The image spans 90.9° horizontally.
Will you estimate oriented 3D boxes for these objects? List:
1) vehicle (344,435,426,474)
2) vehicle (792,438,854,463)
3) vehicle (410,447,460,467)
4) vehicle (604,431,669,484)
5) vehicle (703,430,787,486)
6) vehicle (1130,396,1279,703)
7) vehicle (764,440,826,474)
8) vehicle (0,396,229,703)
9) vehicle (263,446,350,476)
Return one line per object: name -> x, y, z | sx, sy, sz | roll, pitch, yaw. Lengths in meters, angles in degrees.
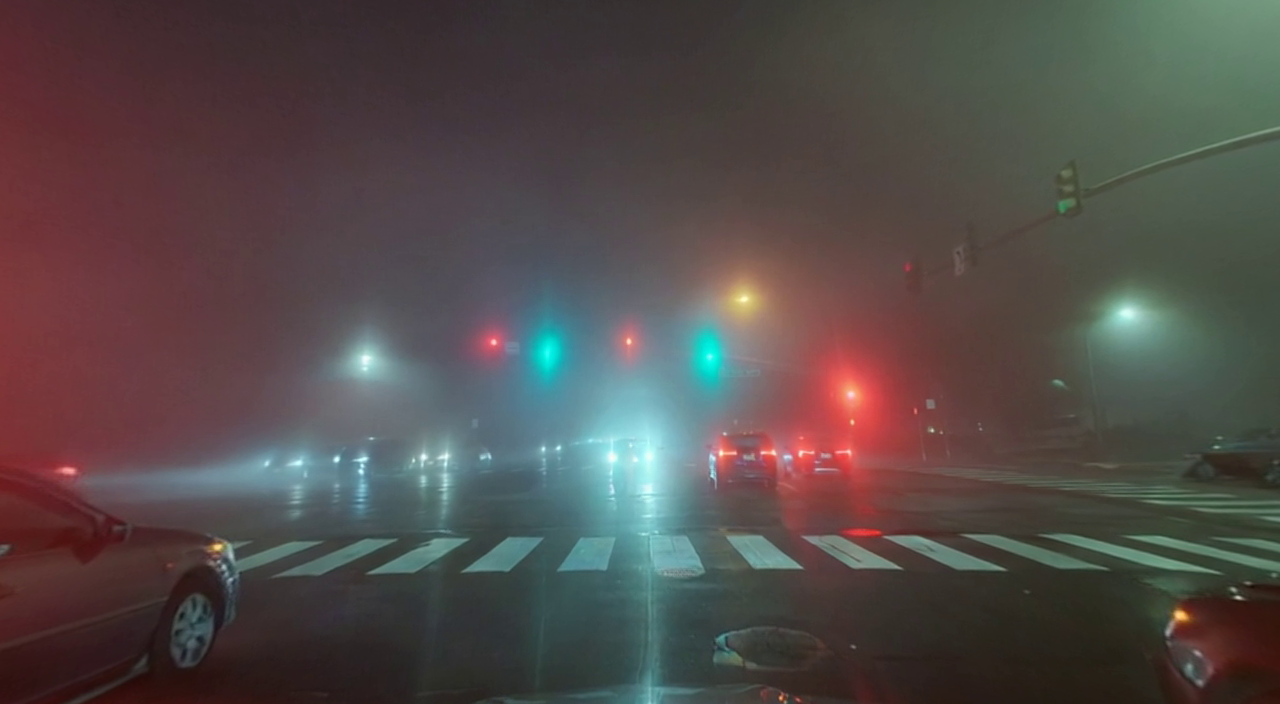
vehicle -> -13.993, 5.641, 35.032 | 2.196, 1.961, 5.359 | 0, -8, 2
vehicle -> 13.891, 7.476, 48.180 | 2.171, 1.786, 4.943 | 2, -9, -17
vehicle -> -14.084, 7.221, 43.575 | 1.926, 1.325, 4.162 | -1, -8, 2
vehicle -> -0.119, 3.863, 23.293 | 2.215, 1.749, 3.976 | 0, -8, 0
vehicle -> 3.450, 3.607, 21.715 | 2.097, 1.707, 4.461 | 0, -8, 0
vehicle -> 3.057, 0.648, 0.475 | 1.960, 1.460, 4.233 | 0, -8, 0
vehicle -> 7.036, 4.809, 29.000 | 1.847, 1.432, 4.039 | 0, -8, 1
vehicle -> -3.592, 0.816, 1.752 | 1.941, 1.492, 4.399 | 0, -8, 0
vehicle -> -17.549, 5.749, 33.428 | 2.086, 1.458, 4.457 | 0, -8, 2
